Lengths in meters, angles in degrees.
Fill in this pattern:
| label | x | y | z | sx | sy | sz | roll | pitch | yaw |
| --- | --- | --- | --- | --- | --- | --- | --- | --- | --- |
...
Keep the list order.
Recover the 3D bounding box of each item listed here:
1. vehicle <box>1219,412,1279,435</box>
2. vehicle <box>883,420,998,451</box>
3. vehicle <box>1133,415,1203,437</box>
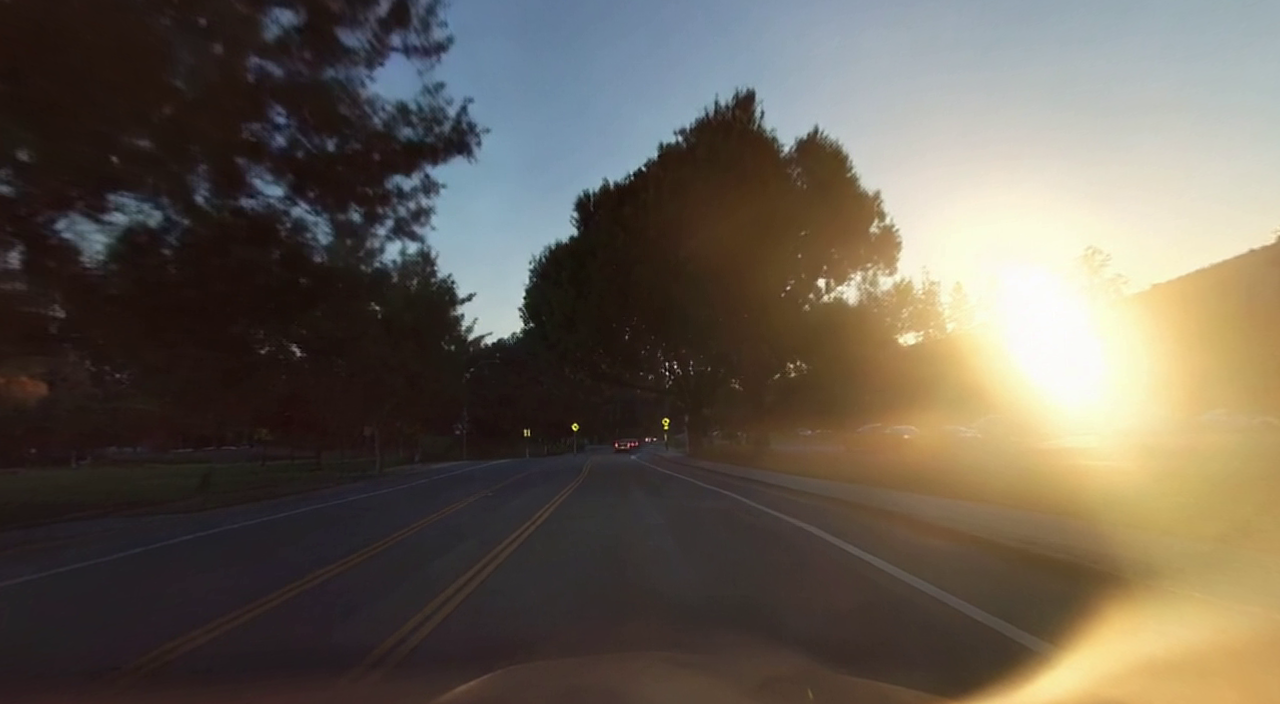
| label | x | y | z | sx | sy | sz | roll | pitch | yaw |
| --- | --- | --- | --- | --- | --- | --- | --- | --- | --- |
| vehicle | 44.546 | 5.200 | 45.548 | 1.868 | 1.571 | 4.451 | -2 | -8 | 13 |
| vehicle | 14.769 | 4.143 | 31.117 | 4.744 | 1.476 | 1.926 | 1 | -8 | -5 |
| vehicle | 39.250 | 5.544 | 46.964 | 1.823 | 1.489 | 4.541 | -1 | -8 | 9 |
